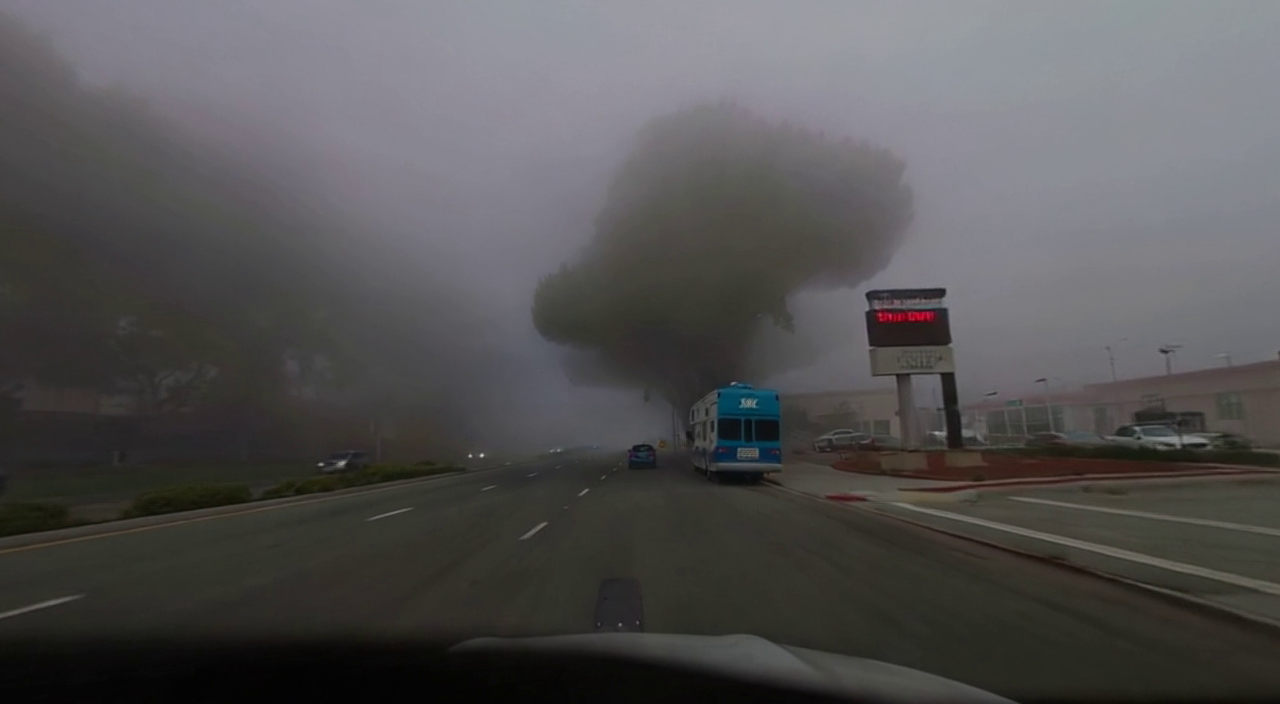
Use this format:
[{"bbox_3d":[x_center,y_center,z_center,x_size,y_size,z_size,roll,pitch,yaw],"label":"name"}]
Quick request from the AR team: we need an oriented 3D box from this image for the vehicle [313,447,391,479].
[{"bbox_3d":[-14.551,5.619,32.226,1.836,1.498,4.518,0,-9,1],"label":"vehicle"}]

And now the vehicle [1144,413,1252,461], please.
[{"bbox_3d":[23.083,3.514,26.104,4.430,1.659,1.905,2,-10,-31],"label":"vehicle"}]

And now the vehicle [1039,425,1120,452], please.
[{"bbox_3d":[26.091,5.180,37.523,4.196,1.520,1.953,4,-10,-25],"label":"vehicle"}]

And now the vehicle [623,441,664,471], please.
[{"bbox_3d":[0.167,5.701,34.839,2.103,1.506,4.742,0,-9,-1],"label":"vehicle"}]

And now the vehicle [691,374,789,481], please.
[{"bbox_3d":[4.014,3.411,27.555,2.896,3.921,8.415,0,-9,0],"label":"vehicle"}]

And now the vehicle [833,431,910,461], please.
[{"bbox_3d":[13.890,5.687,37.960,4.037,1.538,1.912,-7,-10,26],"label":"vehicle"}]
